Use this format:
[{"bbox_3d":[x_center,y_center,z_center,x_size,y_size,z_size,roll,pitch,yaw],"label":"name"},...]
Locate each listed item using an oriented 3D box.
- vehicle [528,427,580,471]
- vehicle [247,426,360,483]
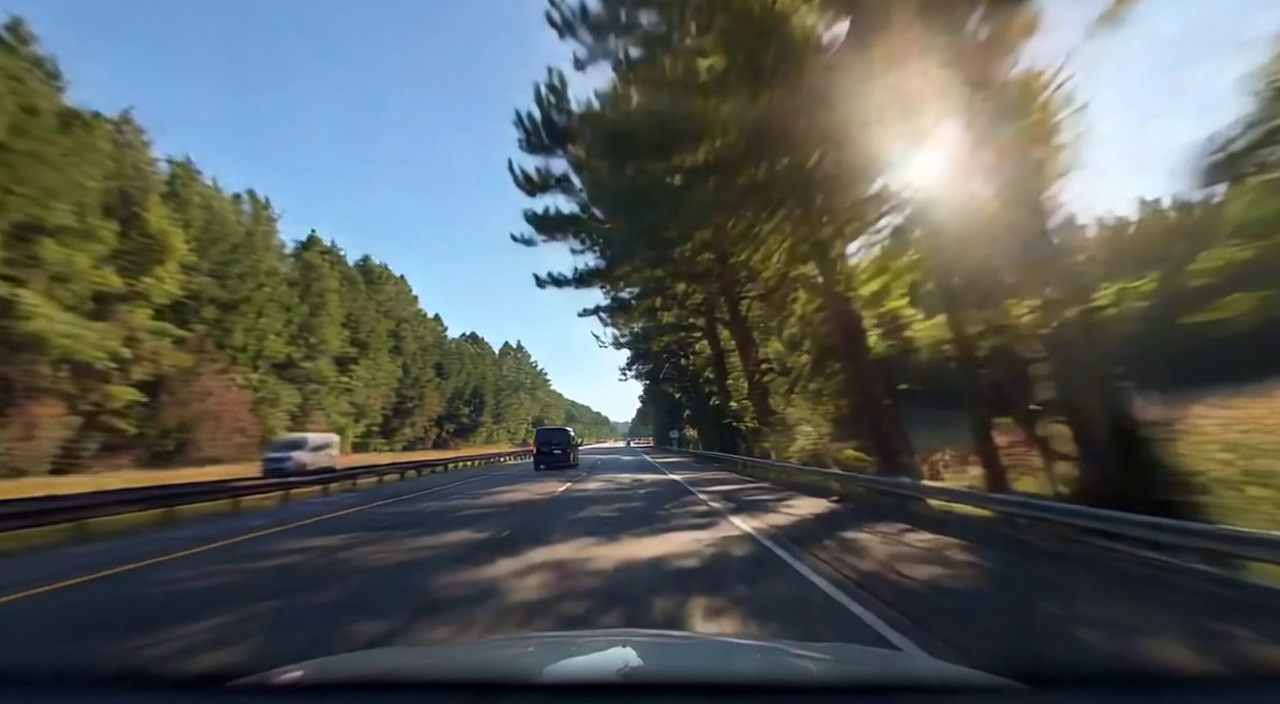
[{"bbox_3d":[-4.268,4.882,32.011,1.976,2.029,4.737,-1,-8,0],"label":"vehicle"},{"bbox_3d":[-17.763,5.418,33.714,2.603,2.676,6.179,-1,-8,0],"label":"vehicle"}]
